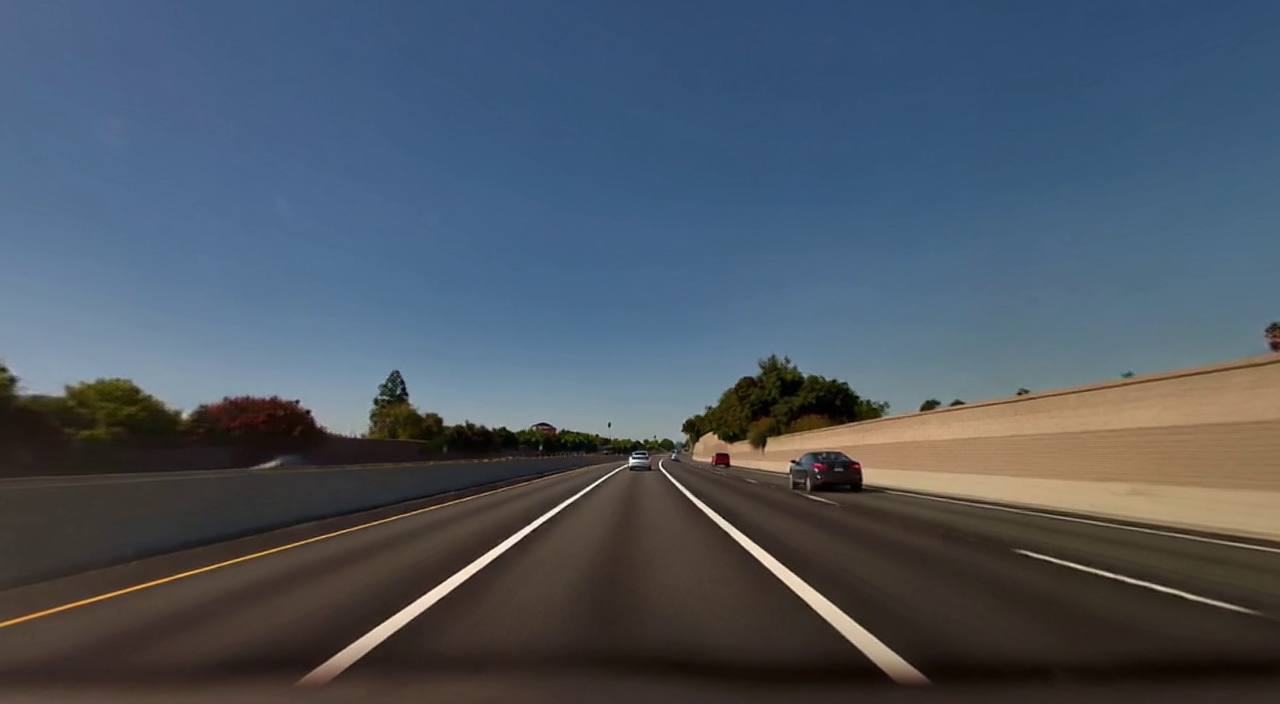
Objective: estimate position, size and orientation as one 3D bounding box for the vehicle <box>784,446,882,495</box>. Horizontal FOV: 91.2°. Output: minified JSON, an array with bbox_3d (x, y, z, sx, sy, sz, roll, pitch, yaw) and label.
[{"bbox_3d":[6.792,4.201,22.633,2.008,1.533,4.592,0,-9,-1],"label":"vehicle"}]

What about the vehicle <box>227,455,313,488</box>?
[{"bbox_3d":[-18.909,6.104,32.243,1.863,1.490,4.162,-1,-9,1],"label":"vehicle"}]

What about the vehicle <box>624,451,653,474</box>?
[{"bbox_3d":[-0.087,8.094,46.119,2.025,1.526,4.181,0,-9,0],"label":"vehicle"}]
